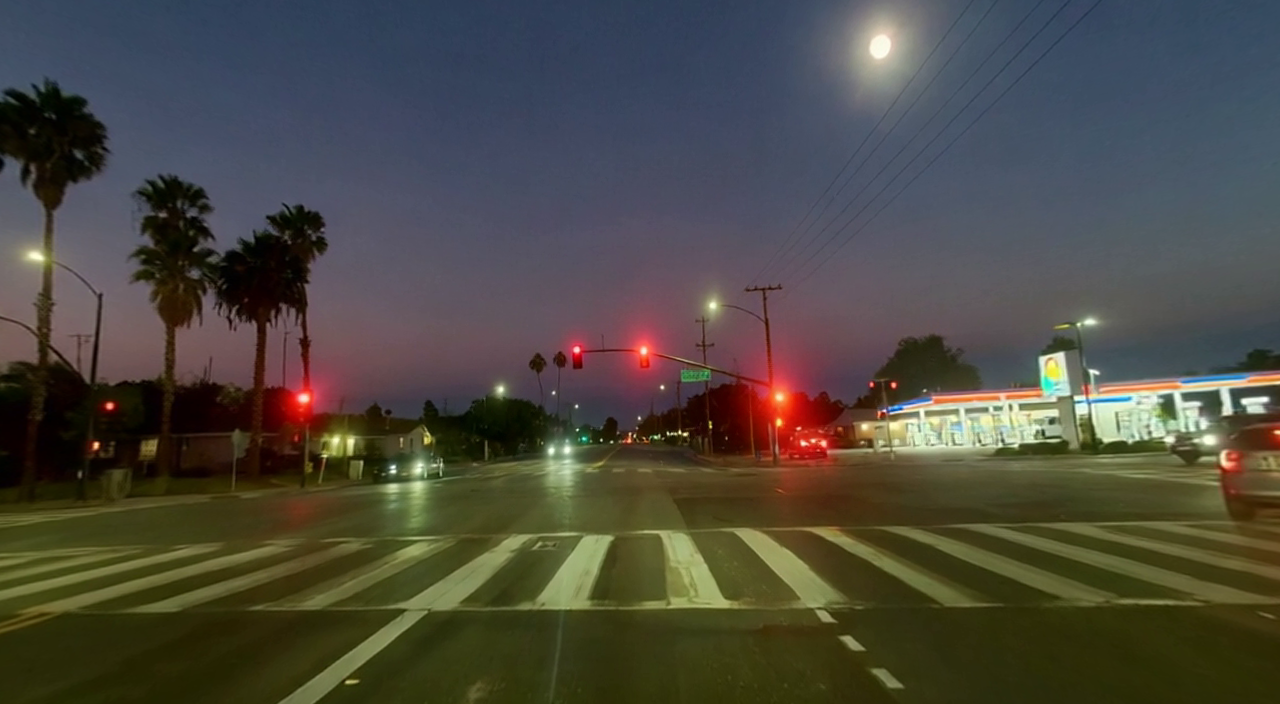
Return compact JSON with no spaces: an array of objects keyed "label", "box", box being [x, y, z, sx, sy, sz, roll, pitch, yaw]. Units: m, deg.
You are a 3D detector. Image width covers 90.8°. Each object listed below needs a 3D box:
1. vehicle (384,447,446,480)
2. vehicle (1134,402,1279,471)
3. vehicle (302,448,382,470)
[{"label":"vehicle","box":[-13.008,6.416,36.791,2.009,1.777,4.559,0,-9,-1]},{"label":"vehicle","box":[17.428,2.411,18.052,5.086,1.817,1.952,1,-9,-5]},{"label":"vehicle","box":[-20.896,7.530,44.456,4.672,1.469,1.816,0,-9,-2]}]
